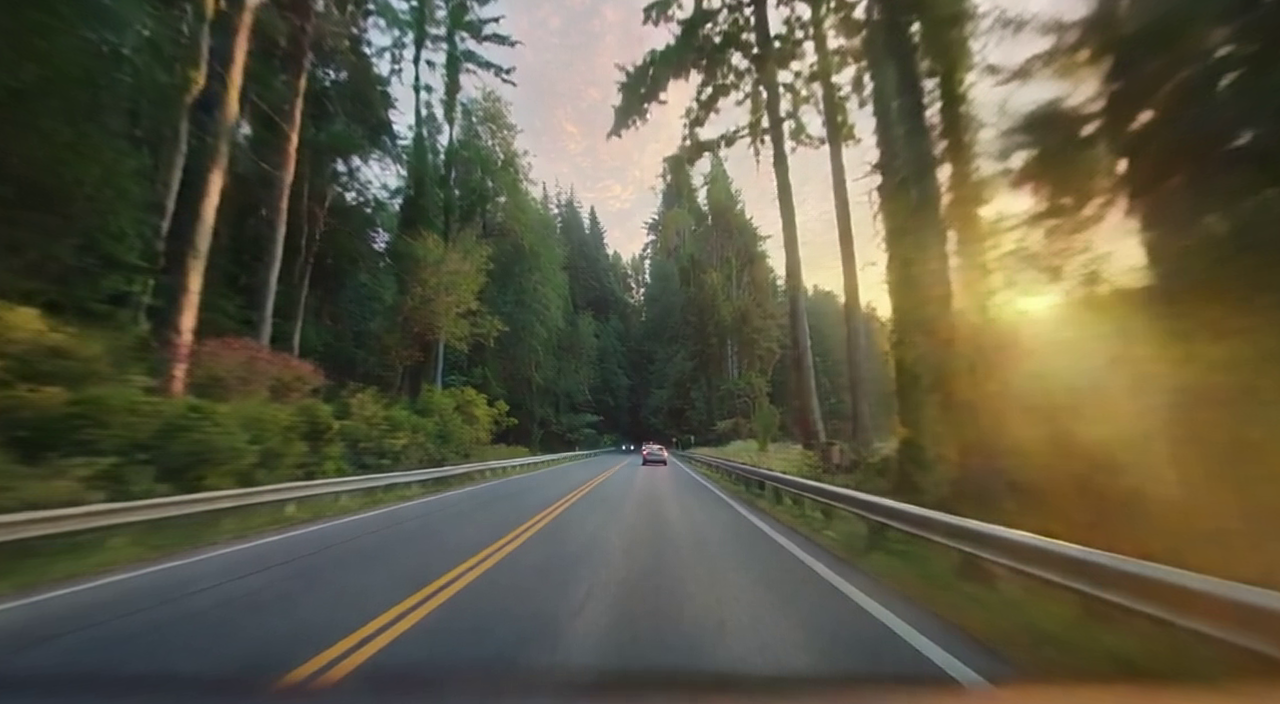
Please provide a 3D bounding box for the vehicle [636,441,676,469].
[{"bbox_3d":[0.871,5.804,35.715,2.120,1.491,4.349,0,-8,1],"label":"vehicle"}]
